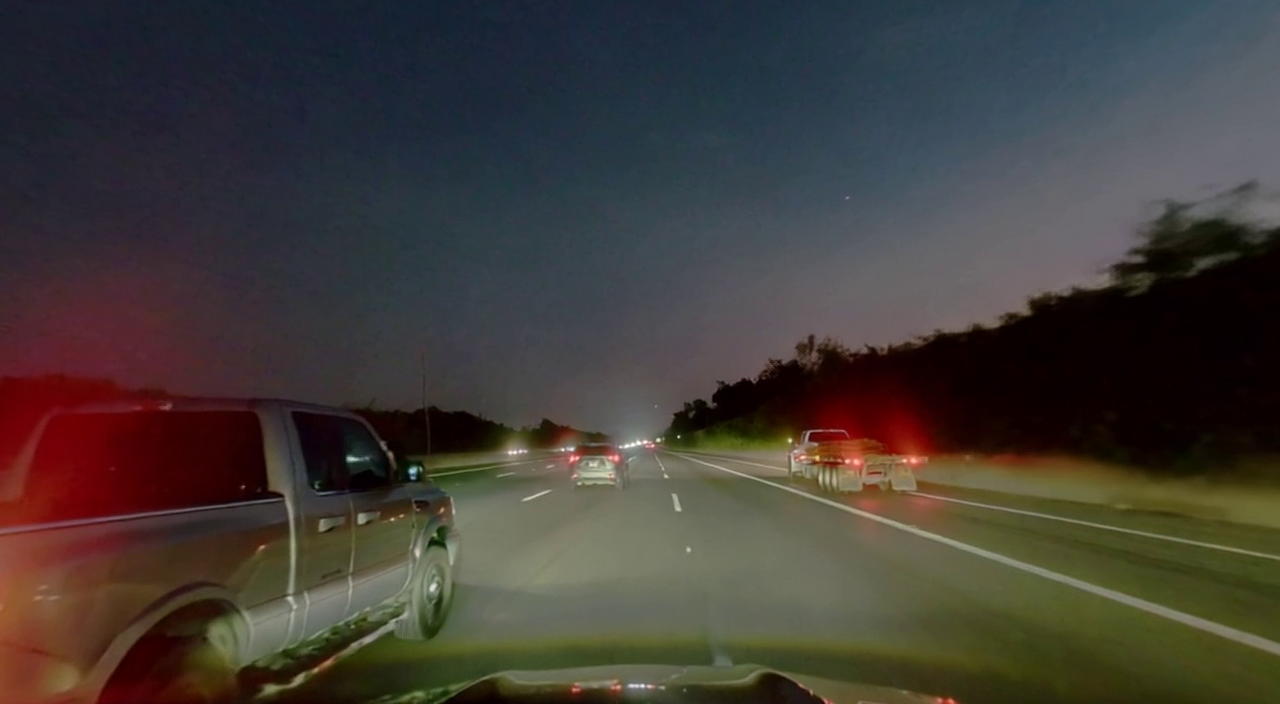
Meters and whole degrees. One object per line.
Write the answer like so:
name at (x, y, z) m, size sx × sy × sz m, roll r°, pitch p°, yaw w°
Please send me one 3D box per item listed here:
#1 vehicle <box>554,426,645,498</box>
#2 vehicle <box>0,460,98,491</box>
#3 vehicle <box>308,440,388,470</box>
vehicle at (-0.998, 3.059, 17.910) m, size 2.114 × 1.787 × 4.365 m, roll -1°, pitch -8°, yaw 2°
vehicle at (-32.464, 6.691, 34.357) m, size 1.738 × 1.450 × 4.485 m, roll 0°, pitch -8°, yaw 1°
vehicle at (-17.886, 6.320, 39.007) m, size 2.144 × 1.686 × 5.596 m, roll 0°, pitch -8°, yaw 2°
